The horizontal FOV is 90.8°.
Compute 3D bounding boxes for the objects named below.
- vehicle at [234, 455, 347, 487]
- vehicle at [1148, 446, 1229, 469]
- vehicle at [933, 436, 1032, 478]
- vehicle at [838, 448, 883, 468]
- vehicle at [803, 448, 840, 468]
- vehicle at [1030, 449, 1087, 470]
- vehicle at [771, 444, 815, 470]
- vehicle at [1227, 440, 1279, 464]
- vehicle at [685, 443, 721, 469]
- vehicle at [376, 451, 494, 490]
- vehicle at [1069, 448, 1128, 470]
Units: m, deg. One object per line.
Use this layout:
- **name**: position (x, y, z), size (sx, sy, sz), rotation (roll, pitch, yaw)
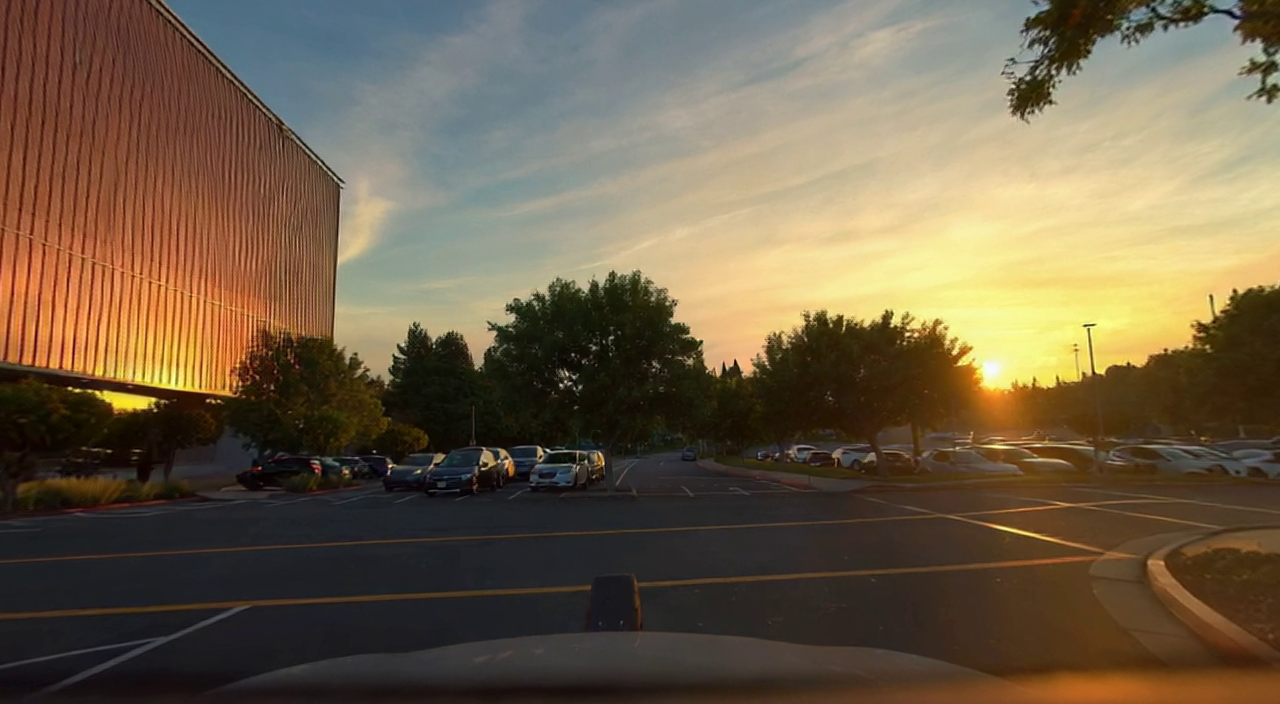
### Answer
- **vehicle**: position (-16.732, 5.690, 30.370), size (4.331, 1.437, 1.876), rotation (0, -8, 2)
- **vehicle**: position (37.018, 7.126, 42.806), size (1.678, 1.423, 4.191), rotation (0, -8, -1)
- **vehicle**: position (16.480, 5.066, 30.774), size (2.048, 1.852, 4.998), rotation (0, -8, 1)
- **vehicle**: position (17.060, 8.217, 49.073), size (1.971, 1.478, 4.477), rotation (0, -8, 1)
- **vehicle**: position (14.202, 8.297, 49.639), size (1.935, 1.477, 3.719), rotation (0, -8, 3)
- **vehicle**: position (28.337, 7.278, 42.866), size (1.495, 1.371, 3.336), rotation (-1, -9, -2)
- **vehicle**: position (10.530, 7.208, 43.709), size (1.936, 1.673, 4.305), rotation (0, -8, 0)
- **vehicle**: position (43.061, 6.814, 43.070), size (1.758, 1.572, 4.421), rotation (0, -8, 1)
- **vehicle**: position (4.625, 7.742, 47.272), size (2.262, 1.794, 5.331), rotation (0, -8, 1)
- **vehicle**: position (-8.705, 4.973, 26.907), size (4.442, 1.504, 1.809), rotation (5, -10, -28)
- **vehicle**: position (31.304, 7.308, 43.249), size (1.519, 1.371, 3.278), rotation (0, -8, -1)
